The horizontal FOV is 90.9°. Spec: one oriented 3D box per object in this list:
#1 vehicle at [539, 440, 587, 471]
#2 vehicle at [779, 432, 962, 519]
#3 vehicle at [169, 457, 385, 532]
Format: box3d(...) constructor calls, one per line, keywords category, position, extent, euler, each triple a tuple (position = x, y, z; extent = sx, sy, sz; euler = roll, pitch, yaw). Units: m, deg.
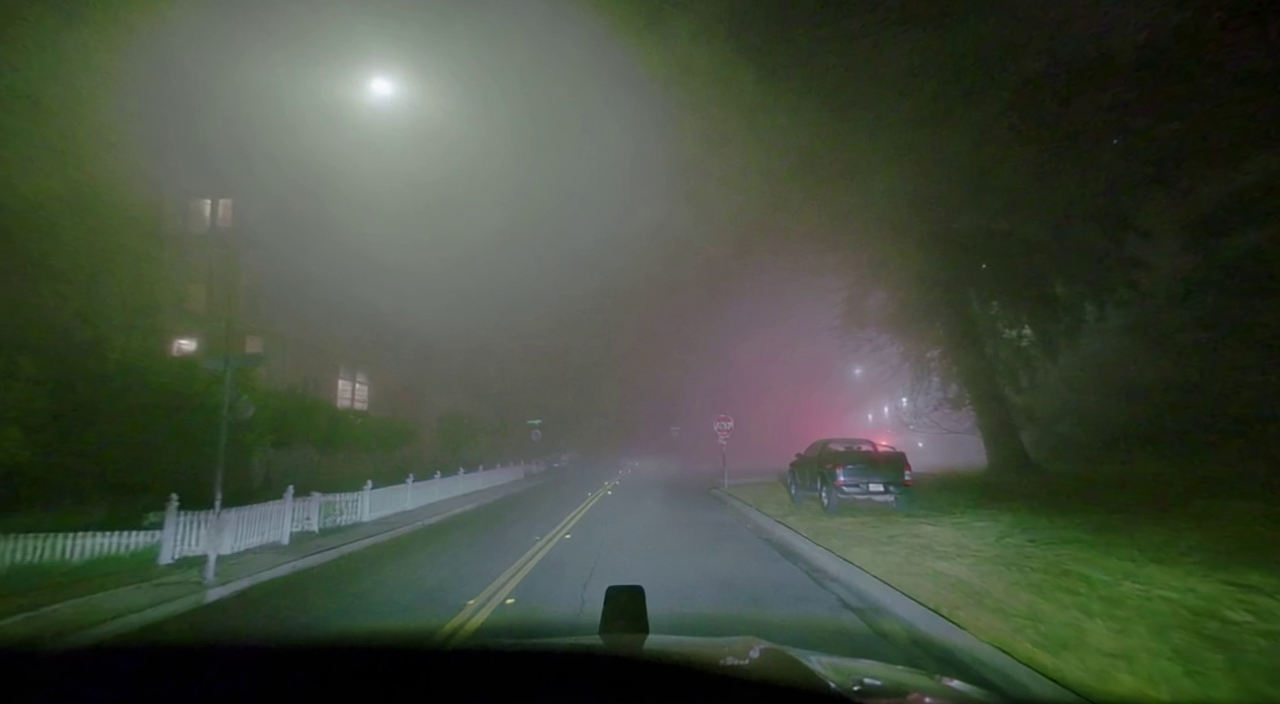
box3d(category="vehicle", position=(-5.378, 7.299, 44.965), extent=(2.308, 1.899, 6.107), euler=(-2, -7, 4))
box3d(category="vehicle", position=(4.616, 2.547, 13.656), extent=(2.109, 1.500, 5.070), euler=(0, -8, 1))
box3d(category="vehicle", position=(-8.638, 3.409, 15.327), extent=(4.063, 1.483, 1.939), euler=(-2, -8, -1))
